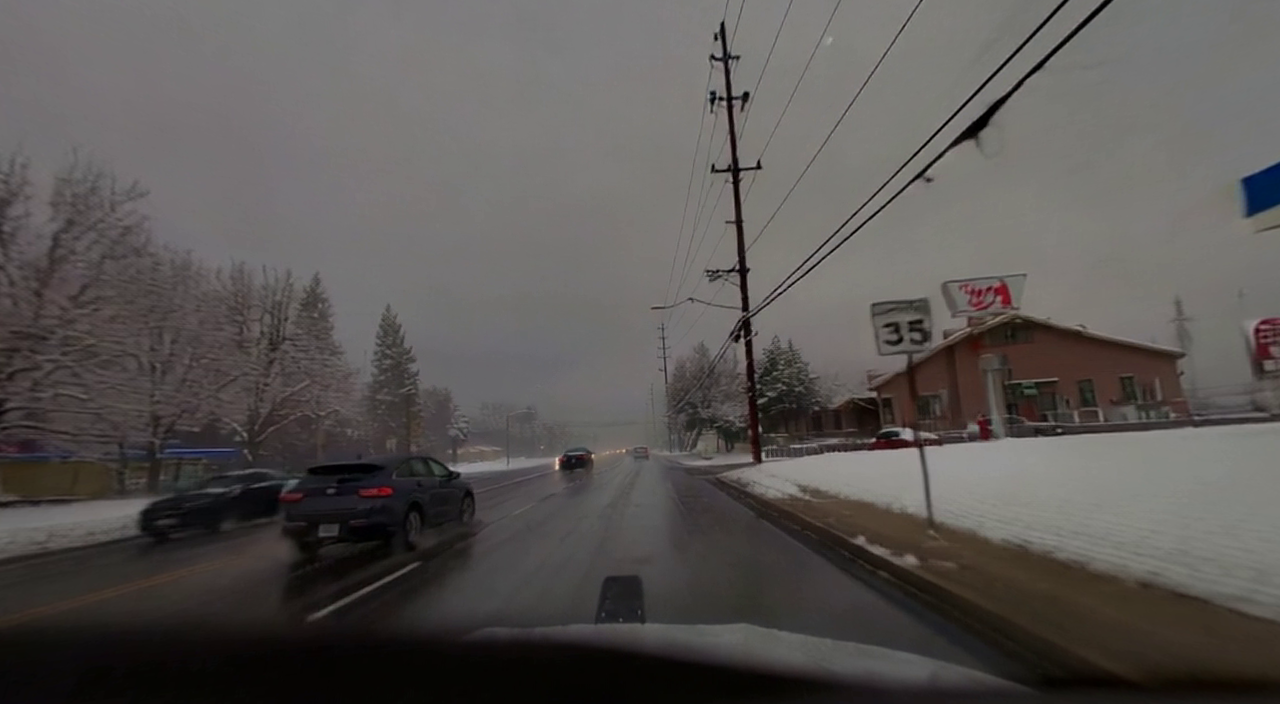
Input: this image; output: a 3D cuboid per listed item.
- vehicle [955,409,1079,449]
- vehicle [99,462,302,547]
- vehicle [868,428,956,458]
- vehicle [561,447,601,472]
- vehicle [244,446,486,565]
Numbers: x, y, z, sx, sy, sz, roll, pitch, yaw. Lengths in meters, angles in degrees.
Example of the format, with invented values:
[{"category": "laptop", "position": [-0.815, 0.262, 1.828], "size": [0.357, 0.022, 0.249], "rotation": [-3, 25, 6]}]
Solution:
[{"category": "vehicle", "position": [19.142, 3.986, 32.333], "size": [4.817, 1.919, 2.308], "rotation": [-1, -9, 8]}, {"category": "vehicle", "position": [-11.262, 3.871, 16.696], "size": [2.097, 1.581, 4.583], "rotation": [-7, -9, 0]}, {"category": "vehicle", "position": [14.188, 4.783, 33.101], "size": [3.830, 1.474, 1.771], "rotation": [-2, -9, 9]}, {"category": "vehicle", "position": [-3.569, 6.577, 38.856], "size": [1.943, 1.455, 4.414], "rotation": [-1, -9, 2]}, {"category": "vehicle", "position": [-3.953, 2.240, 10.104], "size": [1.704, 1.430, 4.587], "rotation": [0, -9, 1]}]
